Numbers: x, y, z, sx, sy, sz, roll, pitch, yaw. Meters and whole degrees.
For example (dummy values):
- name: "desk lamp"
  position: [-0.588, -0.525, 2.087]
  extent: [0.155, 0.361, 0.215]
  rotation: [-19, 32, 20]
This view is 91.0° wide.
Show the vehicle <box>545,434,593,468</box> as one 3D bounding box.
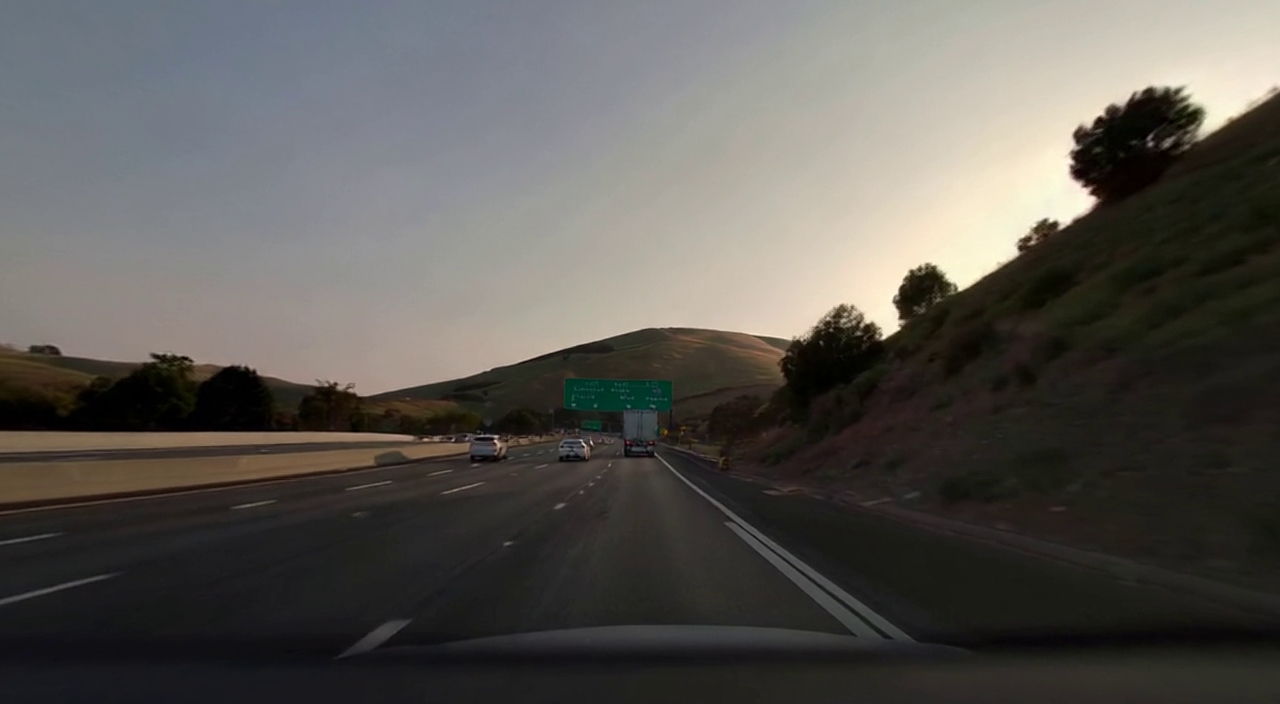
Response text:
- name: "vehicle"
  position: [-3.786, 5.404, 34.497]
  extent: [2.053, 1.746, 4.508]
  rotation: [0, -9, 1]

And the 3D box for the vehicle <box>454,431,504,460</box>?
- name: "vehicle"
  position: [-10.240, 6.011, 40.424]
  extent: [1.958, 1.758, 4.684]
  rotation: [0, -9, 0]
